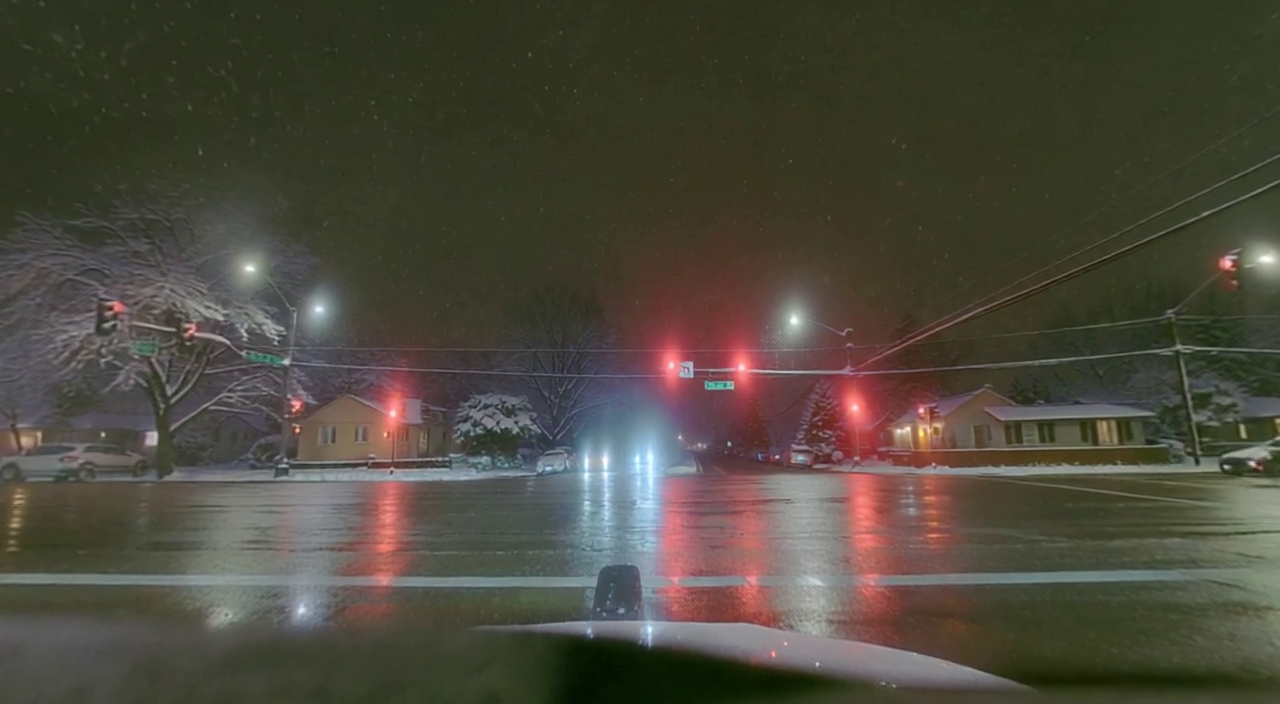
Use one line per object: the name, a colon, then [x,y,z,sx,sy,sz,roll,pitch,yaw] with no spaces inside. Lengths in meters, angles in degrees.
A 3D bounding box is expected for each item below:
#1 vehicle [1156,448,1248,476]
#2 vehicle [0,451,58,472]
vehicle: [36.768,7.180,41.502,1.853,1.723,4.460,0,-9,-1]
vehicle: [-44.302,7.764,44.971,3.949,1.422,1.744,0,-9,1]
